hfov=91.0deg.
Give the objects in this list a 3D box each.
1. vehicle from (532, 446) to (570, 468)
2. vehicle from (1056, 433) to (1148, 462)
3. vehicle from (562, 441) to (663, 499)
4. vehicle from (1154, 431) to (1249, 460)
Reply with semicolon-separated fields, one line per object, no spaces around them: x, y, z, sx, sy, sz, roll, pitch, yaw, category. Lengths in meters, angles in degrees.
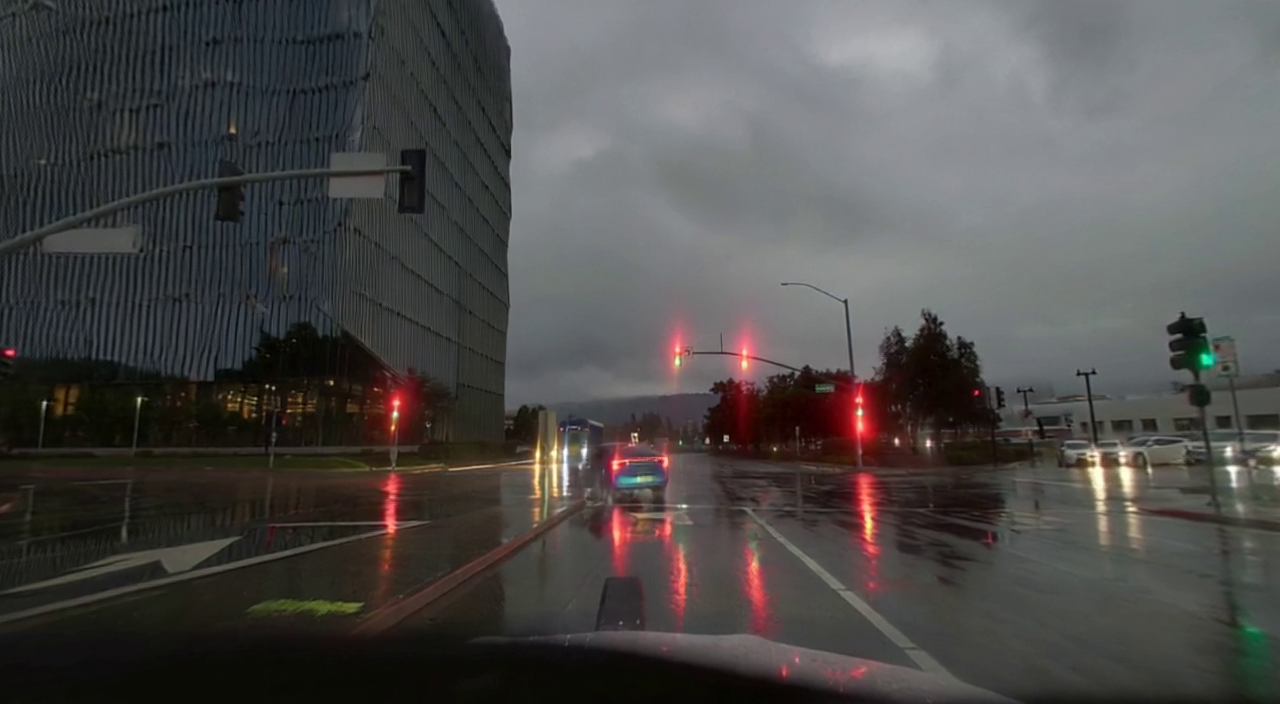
-6.698;7.937;47.817;2.113;1.535;4.504;0;-9;2;vehicle
25.572;5.313;35.068;2.021;1.484;4.454;-1;-9;5;vehicle
-0.967;3.488;19.065;2.014;1.525;4.197;3;-9;-18;vehicle
30.442;5.087;34.295;1.946;1.467;3.670;-1;-9;5;vehicle
